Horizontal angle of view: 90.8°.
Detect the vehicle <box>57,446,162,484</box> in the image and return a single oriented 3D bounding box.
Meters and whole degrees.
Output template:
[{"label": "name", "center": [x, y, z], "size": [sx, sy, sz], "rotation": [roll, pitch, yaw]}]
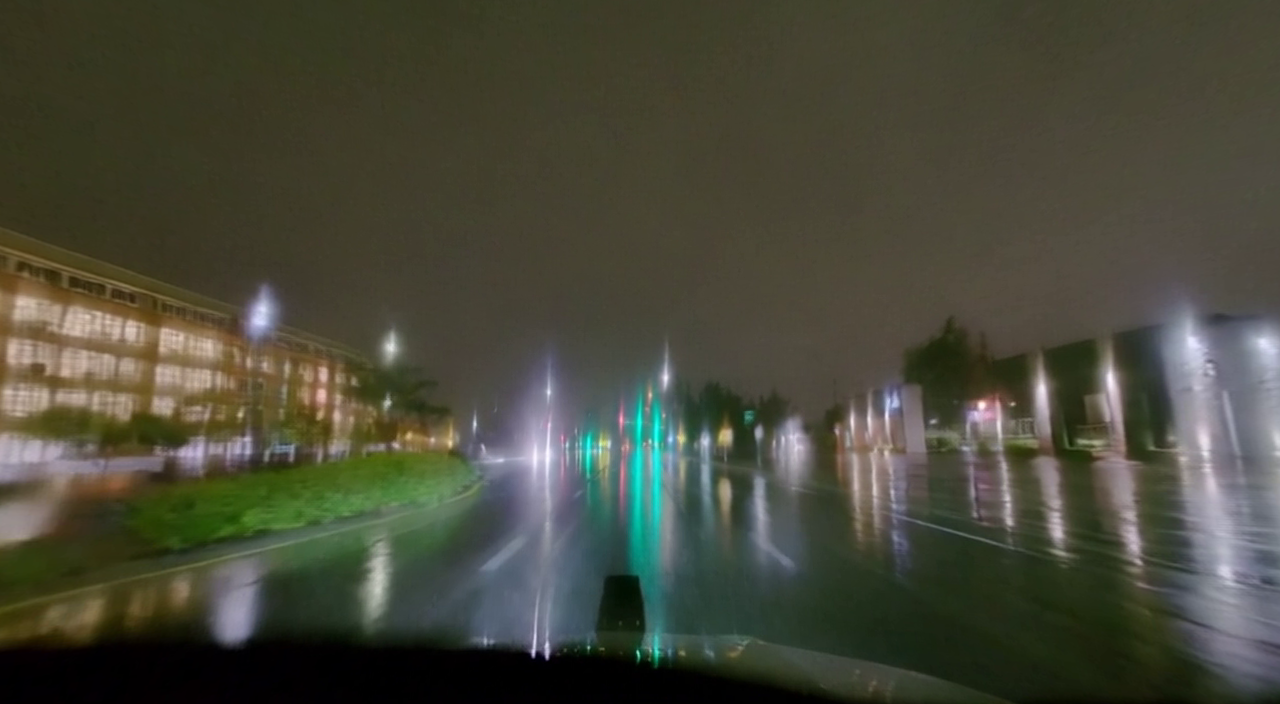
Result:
[{"label": "vehicle", "center": [-28.337, 5.994, 33.950], "size": [1.987, 1.872, 4.150], "rotation": [0, -8, 1]}]
